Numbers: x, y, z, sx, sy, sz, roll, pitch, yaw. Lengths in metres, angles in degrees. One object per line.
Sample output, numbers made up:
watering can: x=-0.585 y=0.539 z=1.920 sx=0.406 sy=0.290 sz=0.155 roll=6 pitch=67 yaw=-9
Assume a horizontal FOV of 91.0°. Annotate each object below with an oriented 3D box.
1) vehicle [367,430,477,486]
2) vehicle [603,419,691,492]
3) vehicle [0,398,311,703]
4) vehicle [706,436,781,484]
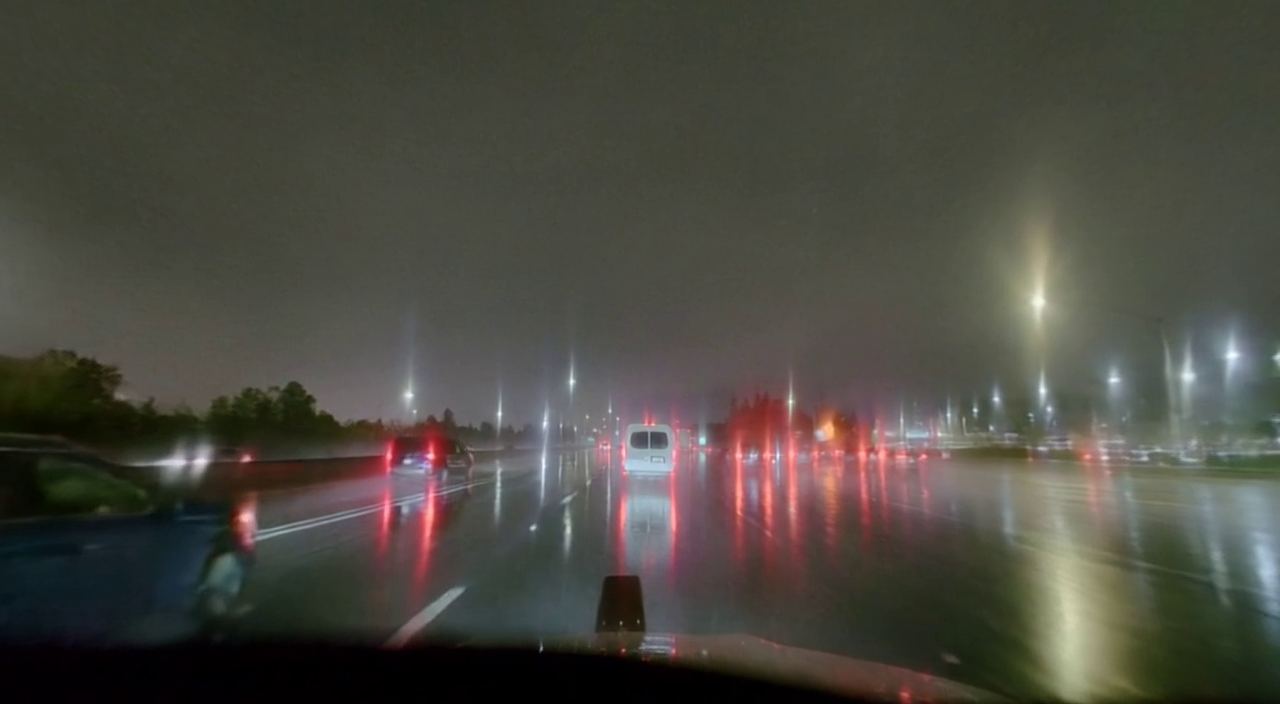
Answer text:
vehicle: x=-7.708 y=3.815 z=22.912 sx=2.192 sy=1.776 sz=4.957 roll=0 pitch=-8 yaw=0
vehicle: x=0.193 y=3.324 z=20.444 sx=2.509 sy=2.062 sz=4.639 roll=0 pitch=-9 yaw=0
vehicle: x=-4.025 y=1.021 z=3.113 sx=2.173 sy=1.542 sz=4.781 roll=0 pitch=-9 yaw=1
vehicle: x=3.892 y=4.163 z=24.516 sx=2.146 sy=1.678 sz=4.489 roll=0 pitch=-9 yaw=0
